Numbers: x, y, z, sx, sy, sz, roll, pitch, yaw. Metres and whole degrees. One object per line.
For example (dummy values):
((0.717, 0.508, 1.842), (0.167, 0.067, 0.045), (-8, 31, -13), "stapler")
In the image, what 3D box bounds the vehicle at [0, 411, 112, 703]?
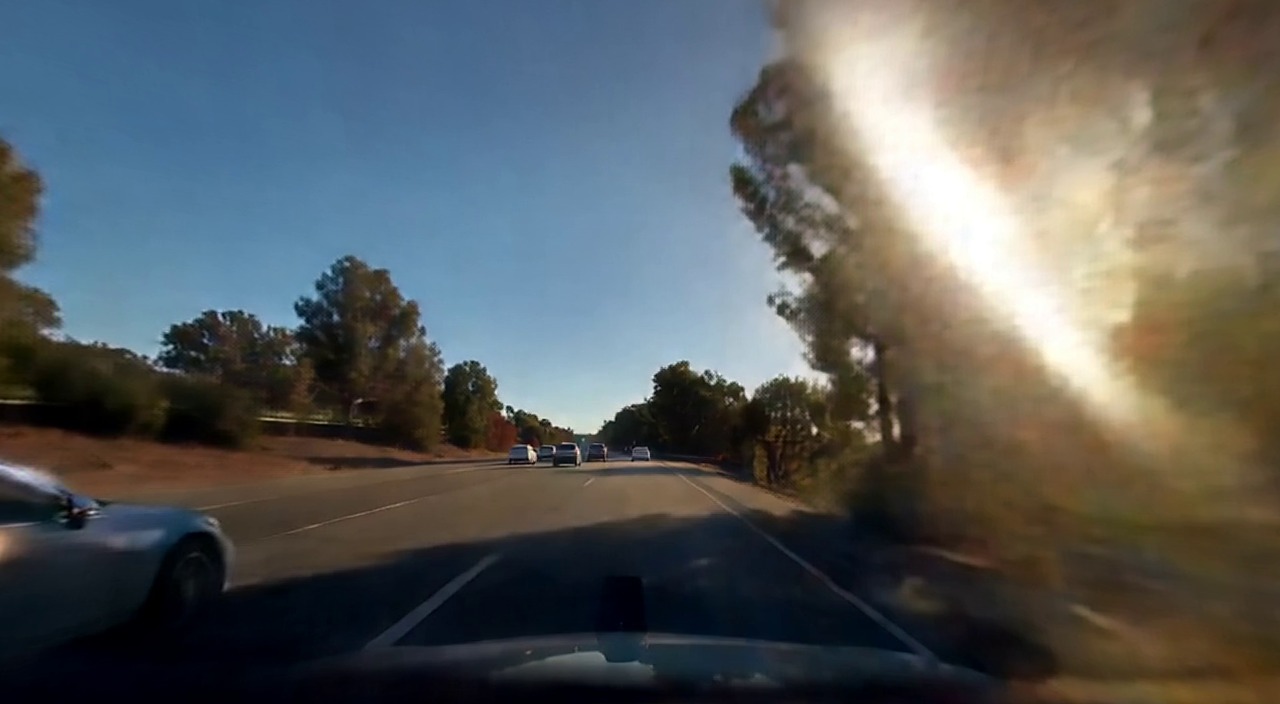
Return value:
((-3.770, 0.740, 1.001), (1.965, 1.485, 4.460), (0, -9, 0), "vehicle")

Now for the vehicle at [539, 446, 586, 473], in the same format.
((-4.319, 6.112, 35.936), (2.120, 1.458, 4.031), (0, -9, 1), "vehicle")
